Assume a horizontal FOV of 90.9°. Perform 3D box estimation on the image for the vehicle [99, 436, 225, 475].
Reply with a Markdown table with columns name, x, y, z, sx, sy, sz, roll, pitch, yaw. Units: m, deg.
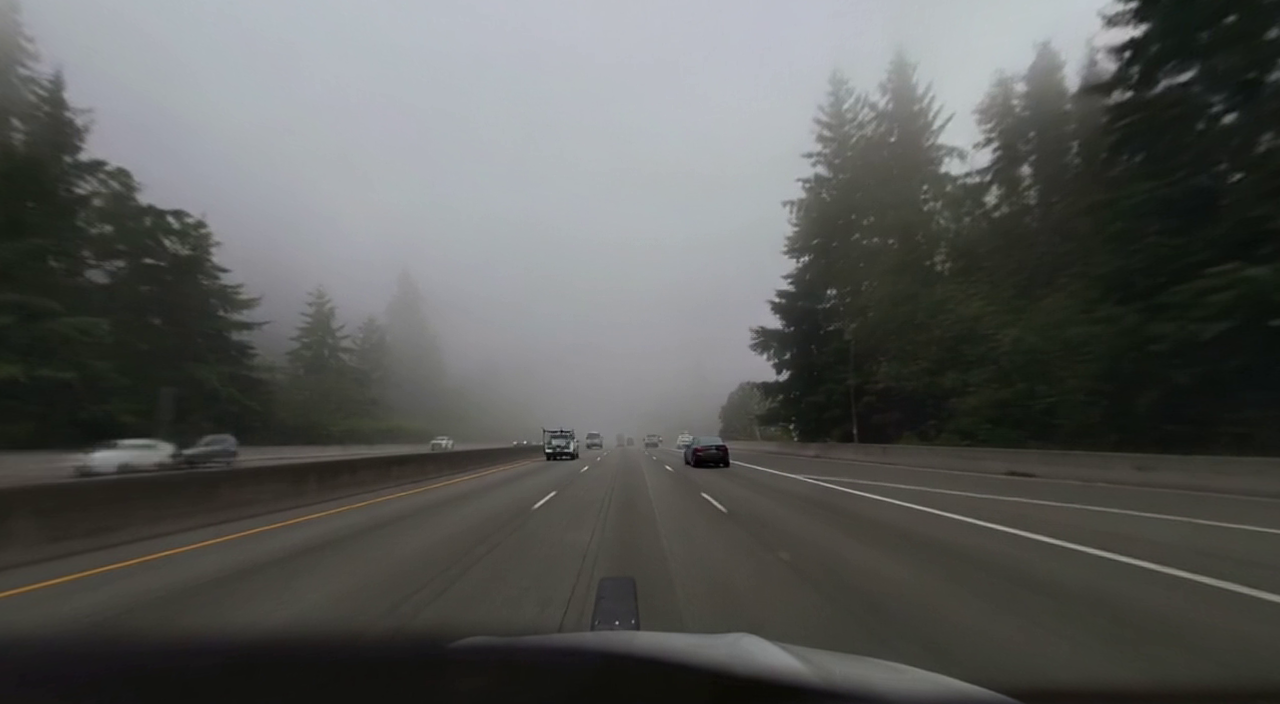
| name | x | y | z | sx | sy | sz | roll | pitch | yaw |
| --- | --- | --- | --- | --- | --- | --- | --- | --- | --- |
| vehicle | -19.954 | 4.295 | 26.598 | 1.844 | 1.468 | 4.521 | 0 | -8 | -2 |

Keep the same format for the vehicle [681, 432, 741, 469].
| name | x | y | z | sx | sy | sz | roll | pitch | yaw |
| --- | --- | --- | --- | --- | --- | --- | --- | --- | --- |
| vehicle | 2.998 | 4.221 | 27.330 | 1.990 | 1.480 | 3.865 | 0 | -7 | -2 |

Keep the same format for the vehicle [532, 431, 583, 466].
| name | x | y | z | sx | sy | sz | roll | pitch | yaw |
| --- | --- | --- | --- | --- | --- | --- | --- | --- | --- |
| vehicle | -4.076 | 4.868 | 32.063 | 2.011 | 1.614 | 4.808 | 0 | -7 | -1 |
